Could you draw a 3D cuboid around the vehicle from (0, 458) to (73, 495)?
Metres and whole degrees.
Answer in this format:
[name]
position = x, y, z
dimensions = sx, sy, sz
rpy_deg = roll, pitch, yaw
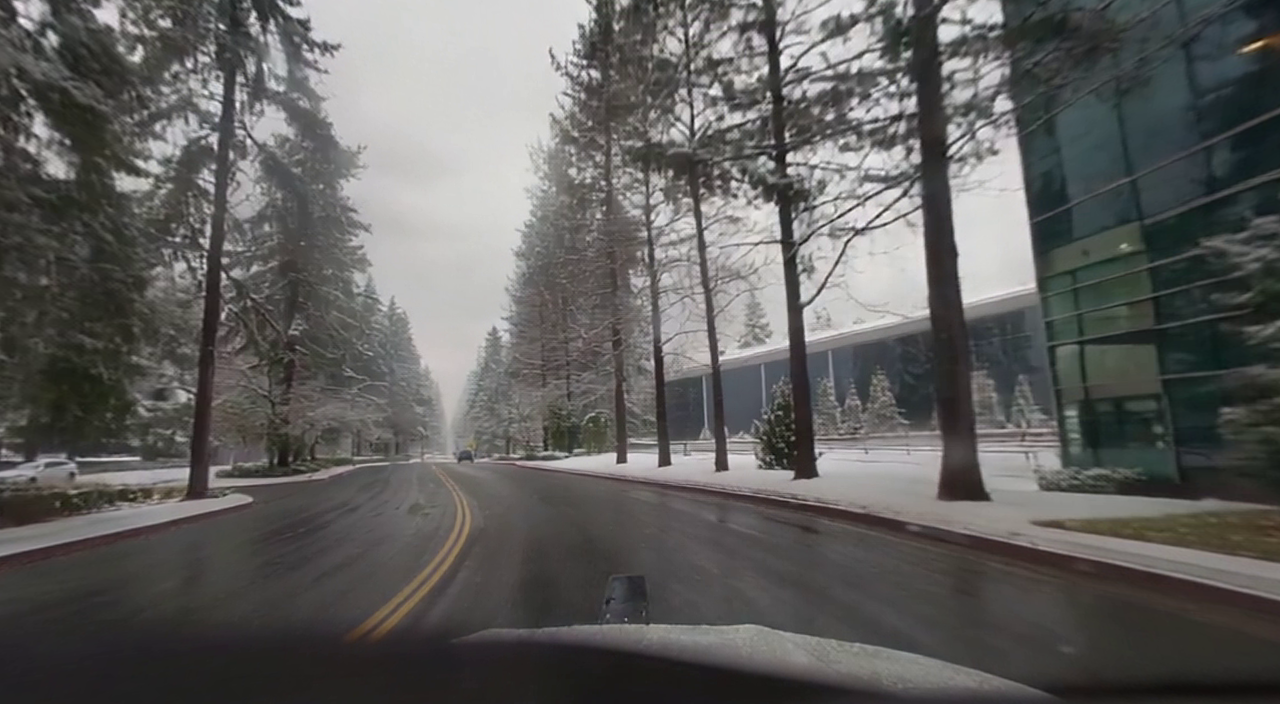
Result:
[vehicle]
position = -31.135, 6.224, 31.764
dimensions = 1.929, 1.650, 4.638
rpy_deg = 2, -9, -17
